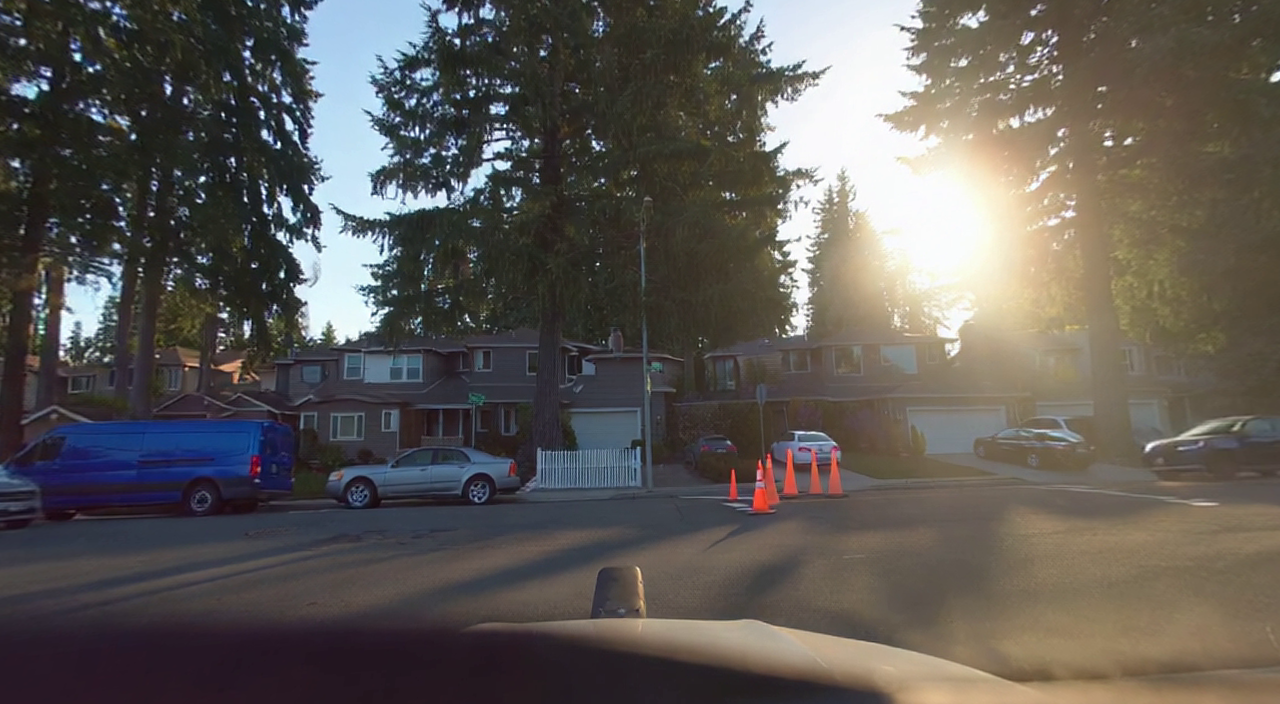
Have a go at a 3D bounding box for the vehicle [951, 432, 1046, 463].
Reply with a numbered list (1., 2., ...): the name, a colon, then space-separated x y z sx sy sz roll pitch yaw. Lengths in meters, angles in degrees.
1. vehicle: 23.535 6.275 41.603 4.984 1.912 2.132 1 -8 -5

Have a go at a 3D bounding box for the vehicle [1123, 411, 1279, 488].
1. vehicle: 16.044 2.552 16.606 5.047 1.851 2.103 1 -9 -5

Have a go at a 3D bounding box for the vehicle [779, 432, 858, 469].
1. vehicle: 8.066 4.500 28.953 1.893 1.529 4.422 1 -9 -7

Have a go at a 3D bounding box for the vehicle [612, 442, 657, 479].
1. vehicle: -0.301 4.760 27.930 1.648 1.430 3.654 4 -9 -4

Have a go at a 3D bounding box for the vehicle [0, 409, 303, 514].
1. vehicle: -14.065 3.054 17.444 7.824 2.323 2.863 -3 -10 -2

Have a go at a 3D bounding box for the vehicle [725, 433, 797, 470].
1. vehicle: 5.345 4.467 28.493 2.007 1.555 4.204 1 -9 -7

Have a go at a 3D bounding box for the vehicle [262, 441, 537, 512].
1. vehicle: -6.375 3.415 17.807 6.643 1.777 2.925 1 -9 -6

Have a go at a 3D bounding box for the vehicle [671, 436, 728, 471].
1. vehicle: 2.593 4.536 28.366 1.745 1.461 4.074 1 -9 -6

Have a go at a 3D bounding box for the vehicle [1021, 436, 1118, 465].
1. vehicle: 22.767 5.225 33.556 3.863 1.453 1.826 1 -9 -5

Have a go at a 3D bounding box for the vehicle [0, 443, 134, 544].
1. vehicle: -12.015 2.362 10.920 4.684 1.556 2.087 0 -8 -1
